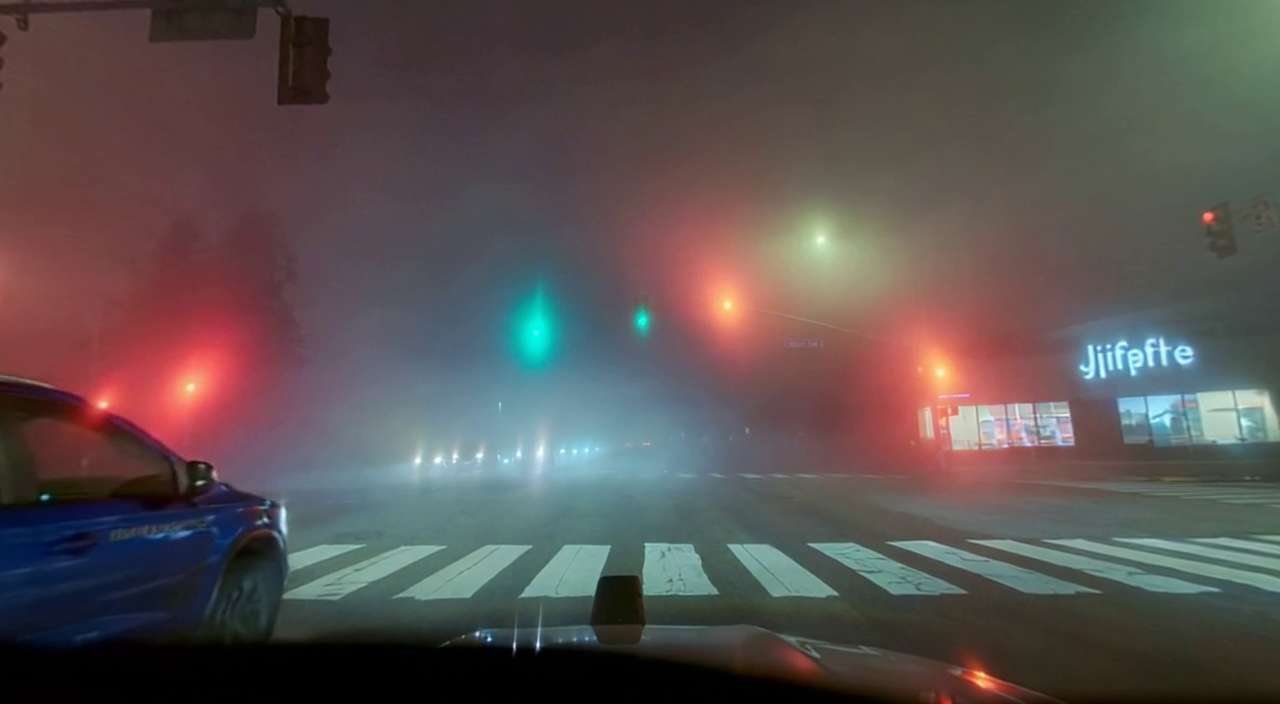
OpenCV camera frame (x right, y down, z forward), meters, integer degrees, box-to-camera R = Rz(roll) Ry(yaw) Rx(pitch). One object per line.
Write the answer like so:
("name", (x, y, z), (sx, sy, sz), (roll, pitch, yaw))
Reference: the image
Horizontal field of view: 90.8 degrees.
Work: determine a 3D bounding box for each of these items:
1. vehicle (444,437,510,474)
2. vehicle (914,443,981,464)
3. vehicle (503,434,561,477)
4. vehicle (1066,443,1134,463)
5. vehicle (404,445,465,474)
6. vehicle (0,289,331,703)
("vehicle", (-8.419, 5.393, 33.172), (2.273, 1.791, 4.809), (0, -8, -1))
("vehicle", (23.918, 7.896, 49.222), (4.135, 1.417, 1.851), (-2, -9, 2))
("vehicle", (-4.925, 4.774, 29.493), (2.384, 1.787, 5.038), (1, -8, -6))
("vehicle", (34.551, 7.606, 47.498), (3.740, 1.433, 1.646), (0, -8, -1))
("vehicle", (-11.322, 5.927, 35.143), (2.003, 1.476, 4.082), (0, -8, 1))
("vehicle", (-3.511, 0.747, 2.454), (2.313, 1.883, 5.016), (0, -8, -4))
